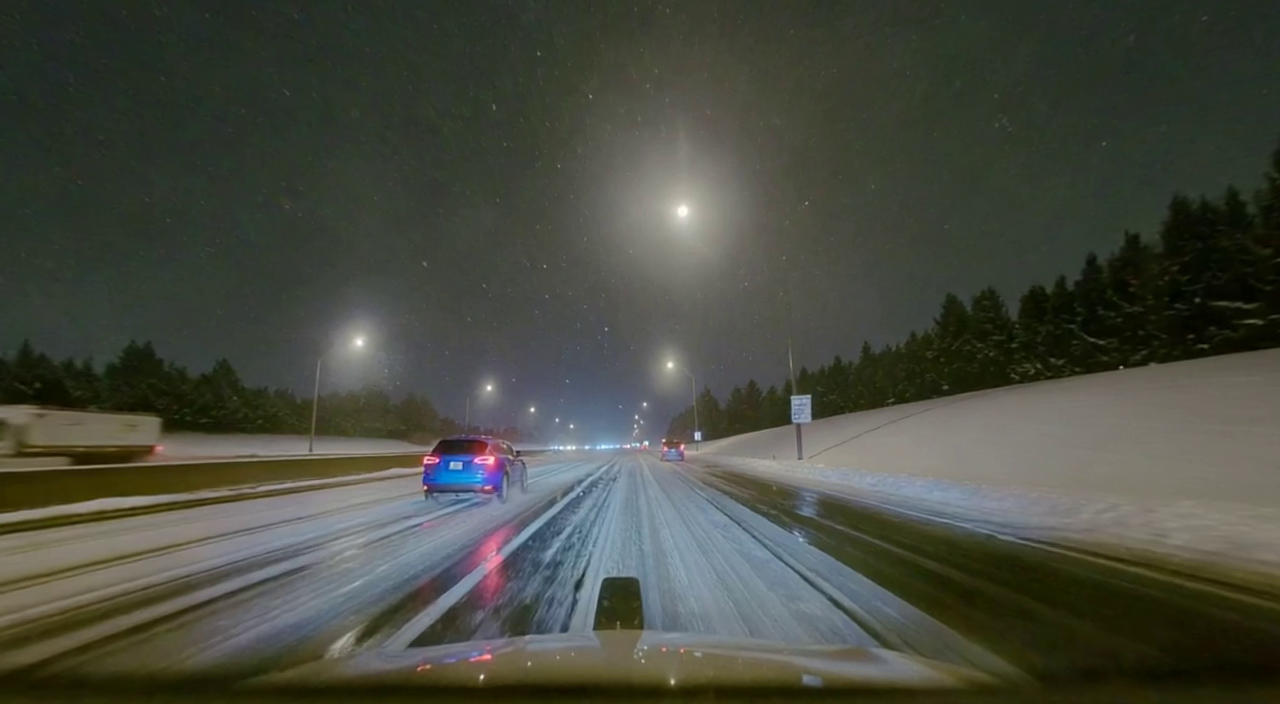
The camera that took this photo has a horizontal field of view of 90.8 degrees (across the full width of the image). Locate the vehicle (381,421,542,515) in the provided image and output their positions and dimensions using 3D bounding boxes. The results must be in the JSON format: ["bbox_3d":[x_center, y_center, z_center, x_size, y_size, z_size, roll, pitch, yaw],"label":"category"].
[{"bbox_3d":[-3.789,2.581,14.578,2.205,1.773,5.124,0,-9,0],"label":"vehicle"}]

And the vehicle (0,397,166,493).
[{"bbox_3d":[-23.226,3.551,23.963,3.211,3.197,9.419,0,-9,-1],"label":"vehicle"}]
